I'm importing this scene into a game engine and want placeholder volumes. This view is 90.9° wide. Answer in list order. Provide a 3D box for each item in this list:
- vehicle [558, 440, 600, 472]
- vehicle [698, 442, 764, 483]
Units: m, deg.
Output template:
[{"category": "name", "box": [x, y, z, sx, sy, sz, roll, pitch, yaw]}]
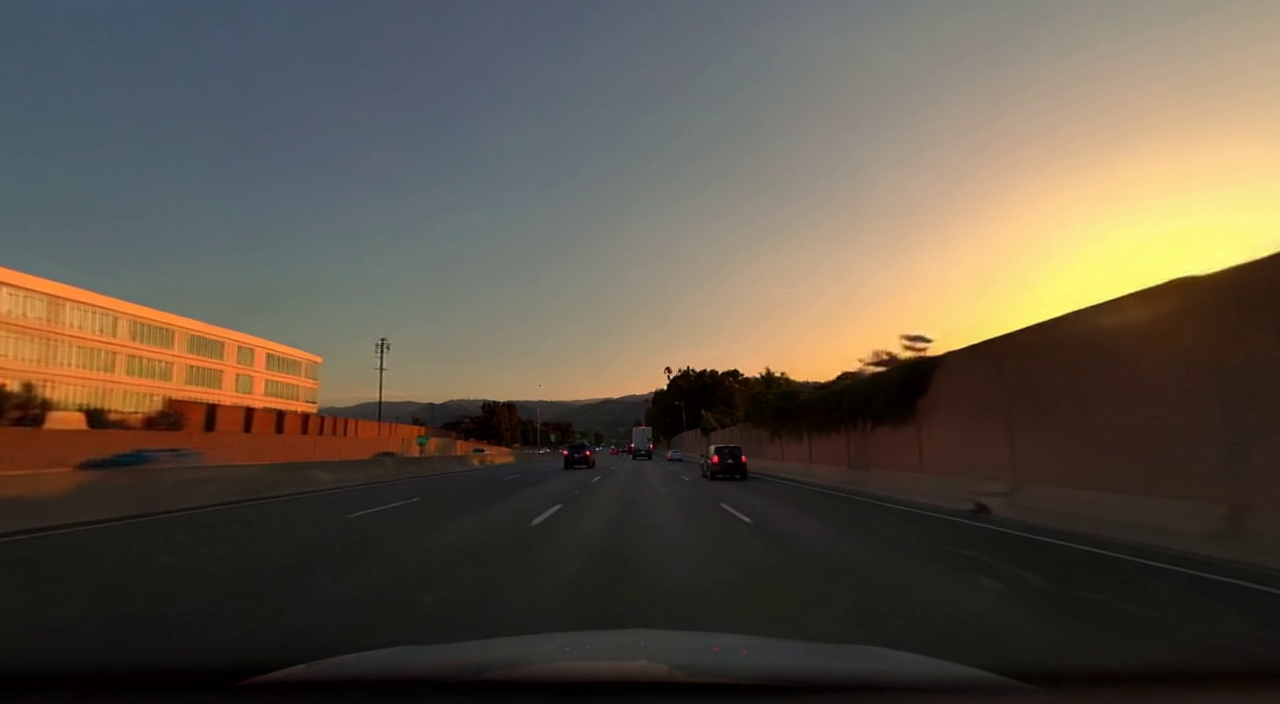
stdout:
[{"category": "vehicle", "box": [-3.661, 6.368, 38.701, 2.014, 1.811, 4.369, 0, -9, 1]}, {"category": "vehicle", "box": [3.667, 4.562, 26.227, 1.973, 1.536, 4.337, 0, -9, -2]}]
